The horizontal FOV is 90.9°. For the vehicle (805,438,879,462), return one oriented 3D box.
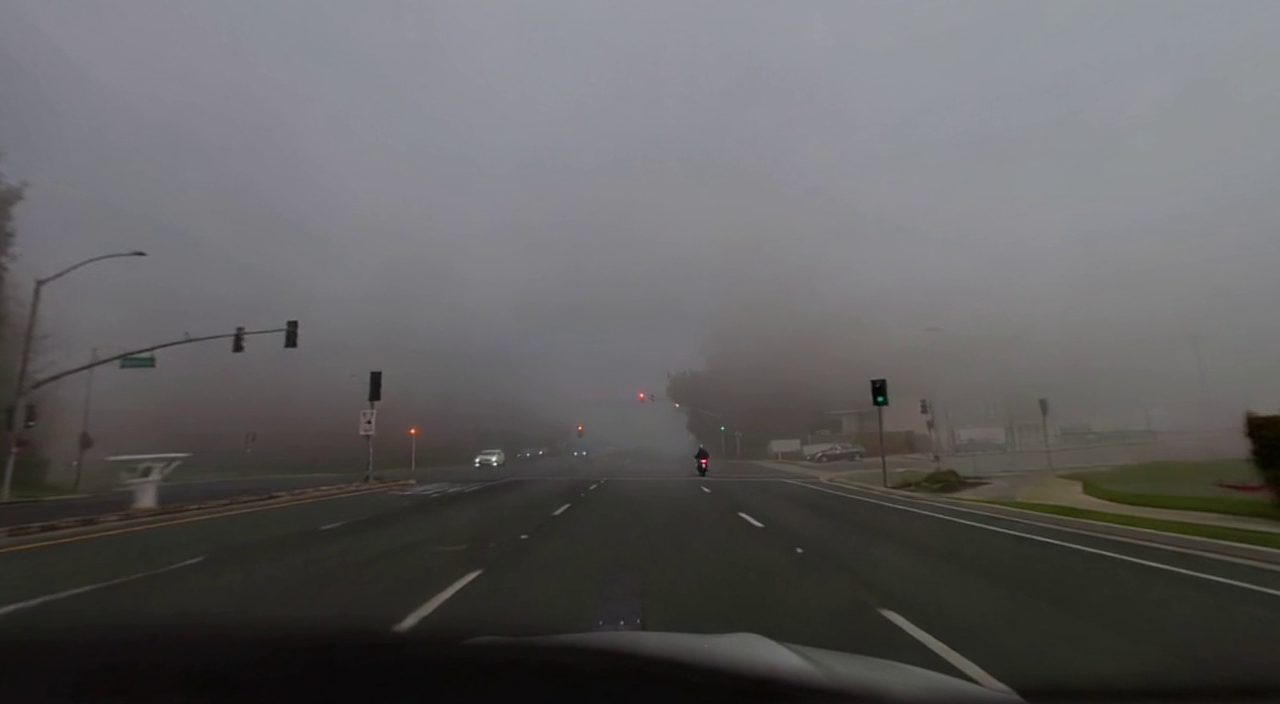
[{"bbox_3d":[15.477,7.569,48.554,4.947,1.771,2.222,0,-8,0],"label":"vehicle"}]
